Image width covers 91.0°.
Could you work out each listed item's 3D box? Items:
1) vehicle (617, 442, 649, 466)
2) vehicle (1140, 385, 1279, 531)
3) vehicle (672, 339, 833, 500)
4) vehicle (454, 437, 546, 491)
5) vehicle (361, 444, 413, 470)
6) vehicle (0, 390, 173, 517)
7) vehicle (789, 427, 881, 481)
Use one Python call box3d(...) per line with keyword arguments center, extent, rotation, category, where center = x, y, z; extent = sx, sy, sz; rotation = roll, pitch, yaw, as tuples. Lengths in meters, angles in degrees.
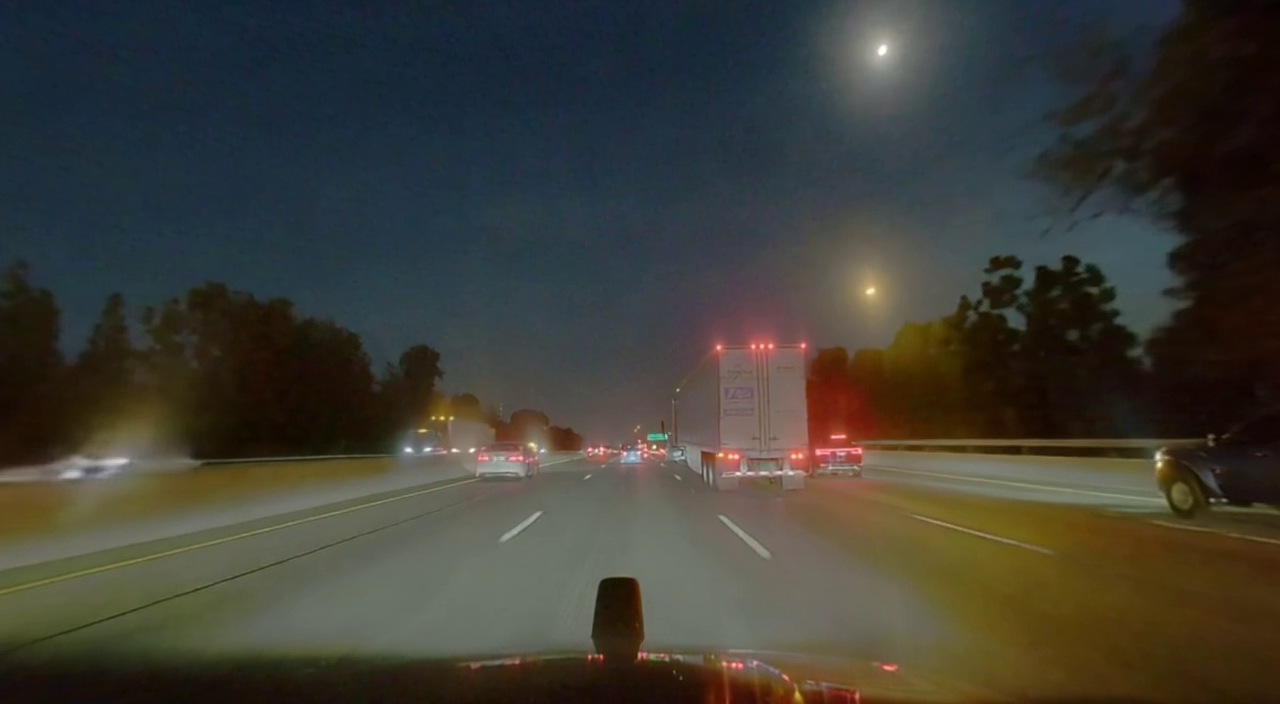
box3d(center=(-0.411, 6.750, 41.882), extent=(2.047, 1.485, 3.938), rotation=(0, -8, 1), category="vehicle")
box3d(center=(10.706, 1.492, 8.756), extent=(2.420, 2.141, 5.994), rotation=(0, -8, -1), category="vehicle")
box3d(center=(3.292, 2.843, 24.260), extent=(2.907, 4.109, 16.177), rotation=(0, -8, -1), category="vehicle")
box3d(center=(-4.292, 3.476, 19.971), extent=(1.968, 1.507, 3.829), rotation=(0, -8, 1), category="vehicle")
box3d(center=(-15.014, 6.234, 37.550), extent=(1.596, 1.364, 3.442), rotation=(0, -7, 2), category="vehicle")
box3d(center=(-10.985, 1.602, 10.006), extent=(2.558, 1.904, 6.041), rotation=(0, -8, -1), category="vehicle")
box3d(center=(7.539, 3.978, 24.864), extent=(2.079, 1.938, 4.630), rotation=(0, -8, -1), category="vehicle")
